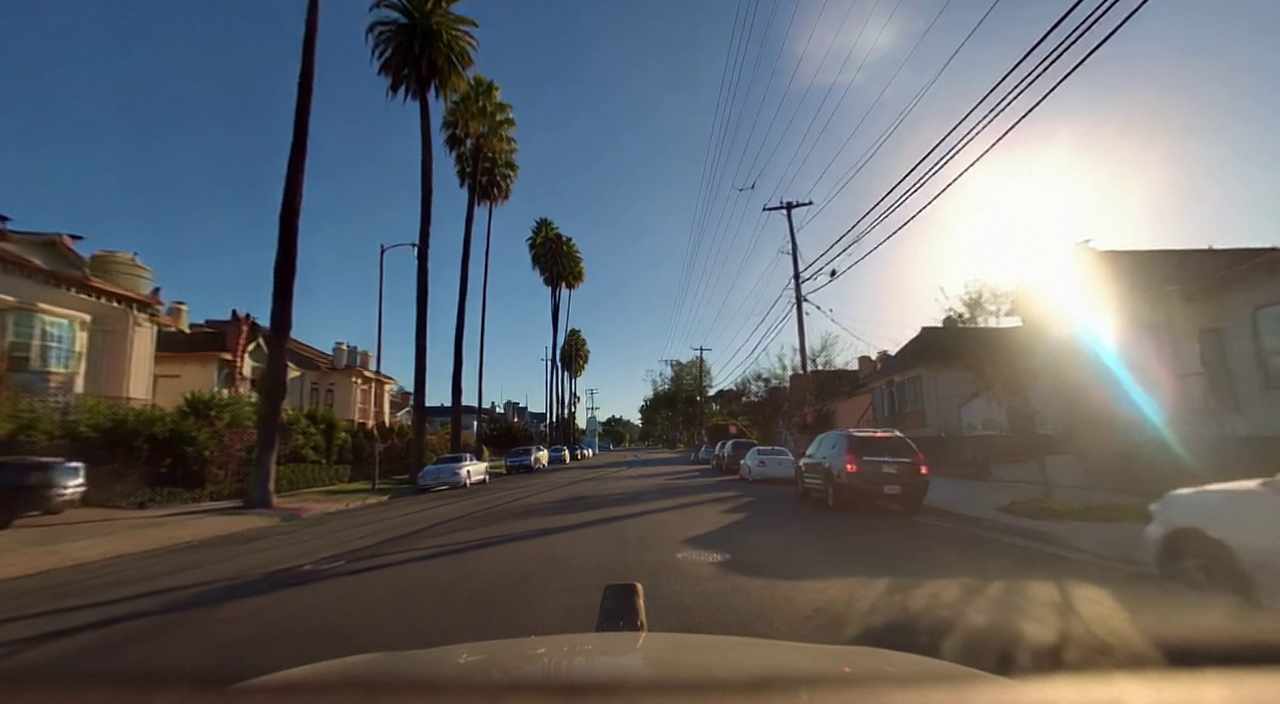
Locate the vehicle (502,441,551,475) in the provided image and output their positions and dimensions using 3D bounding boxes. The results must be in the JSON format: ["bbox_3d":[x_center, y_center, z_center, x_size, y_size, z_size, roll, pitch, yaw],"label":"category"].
[{"bbox_3d":[-7.042,6.611,39.716,2.077,1.888,4.551,-2,-8,2],"label":"vehicle"}]

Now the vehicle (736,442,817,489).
[{"bbox_3d":[4.881,4.105,23.225,1.795,1.424,4.327,-4,-8,-2],"label":"vehicle"}]

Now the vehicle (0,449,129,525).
[{"bbox_3d":[-14.138,2.910,13.802,4.305,1.505,1.793,0,-8,0],"label":"vehicle"}]

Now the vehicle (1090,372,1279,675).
[{"bbox_3d":[4.767,0.873,2.817,1.922,1.761,4.633,0,-8,-2],"label":"vehicle"}]

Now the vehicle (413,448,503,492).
[{"bbox_3d":[-6.960,4.536,24.714,2.013,1.483,4.645,-1,-8,2],"label":"vehicle"}]

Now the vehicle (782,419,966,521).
[{"bbox_3d":[4.792,2.495,13.947,2.115,1.826,4.871,0,-8,-1],"label":"vehicle"}]
